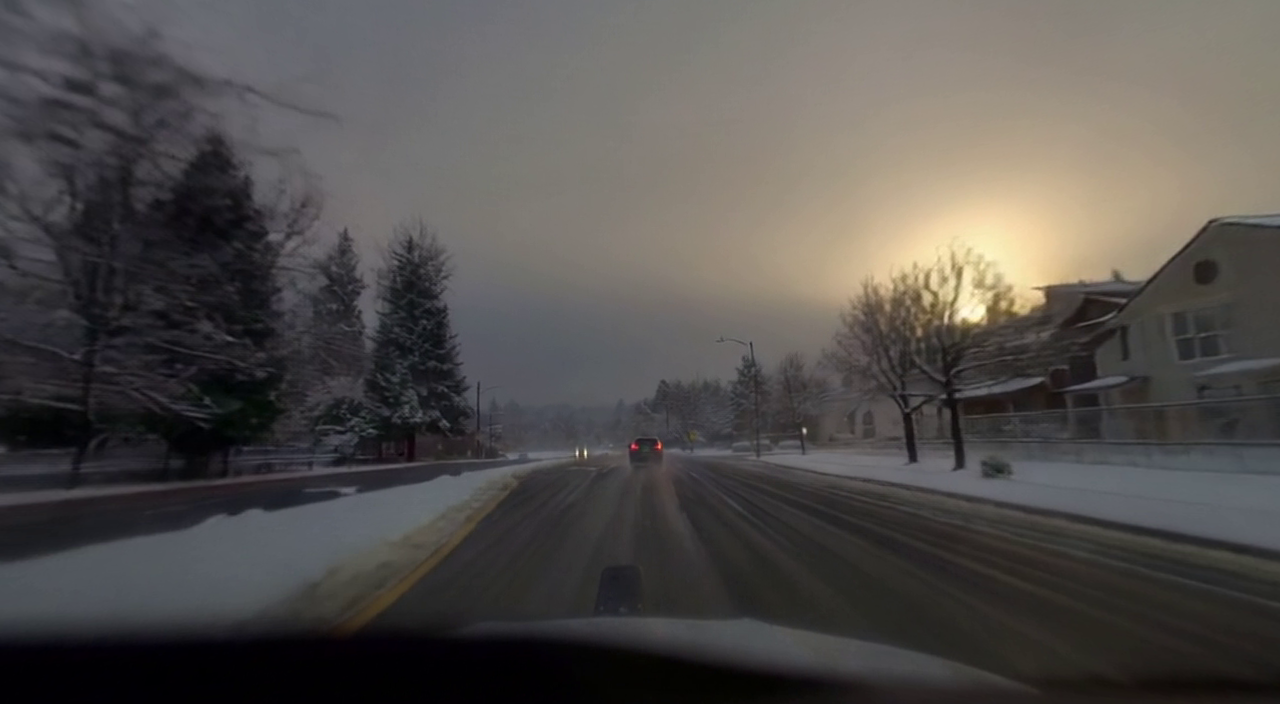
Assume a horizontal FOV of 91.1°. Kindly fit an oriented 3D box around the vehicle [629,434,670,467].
[{"bbox_3d":[0.494,5.741,36.762,2.165,1.783,4.391,0,-8,-2],"label":"vehicle"}]
